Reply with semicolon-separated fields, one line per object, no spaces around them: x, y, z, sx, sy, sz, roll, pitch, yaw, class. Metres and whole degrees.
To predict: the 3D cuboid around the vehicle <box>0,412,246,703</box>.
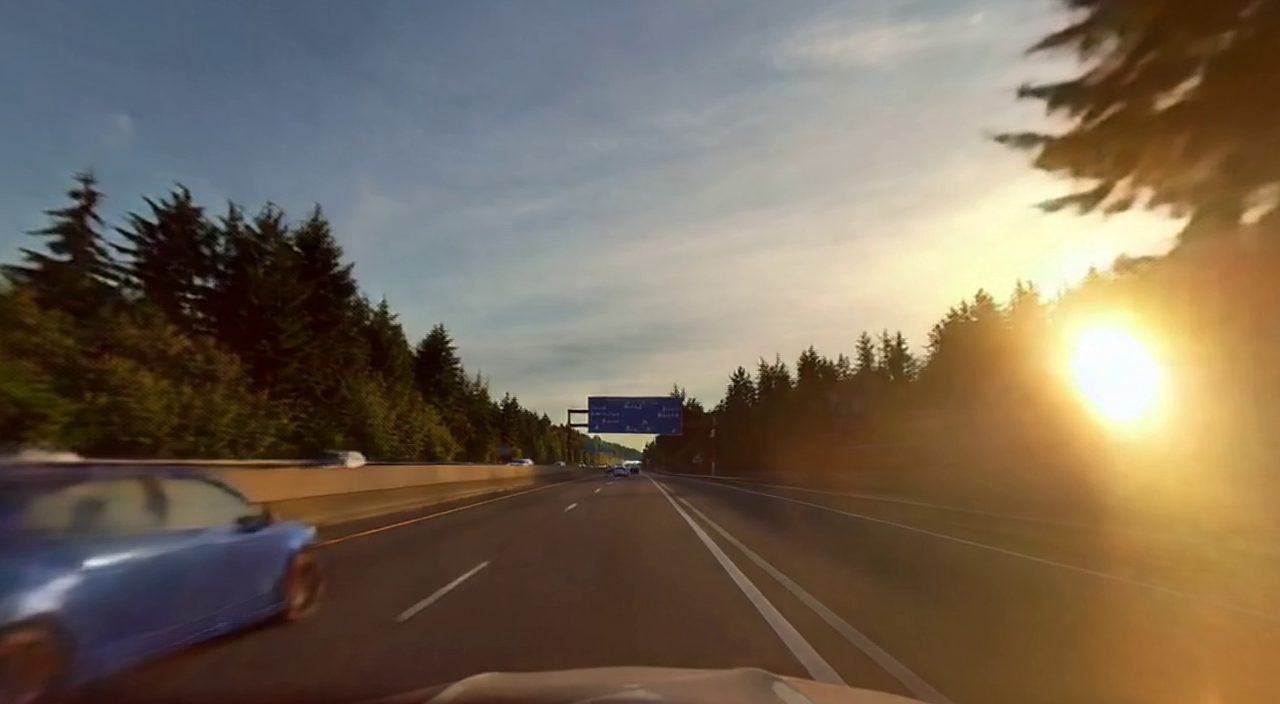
-3.924;0.950;2.546;2.006;1.469;4.050;1;-10;0;vehicle
